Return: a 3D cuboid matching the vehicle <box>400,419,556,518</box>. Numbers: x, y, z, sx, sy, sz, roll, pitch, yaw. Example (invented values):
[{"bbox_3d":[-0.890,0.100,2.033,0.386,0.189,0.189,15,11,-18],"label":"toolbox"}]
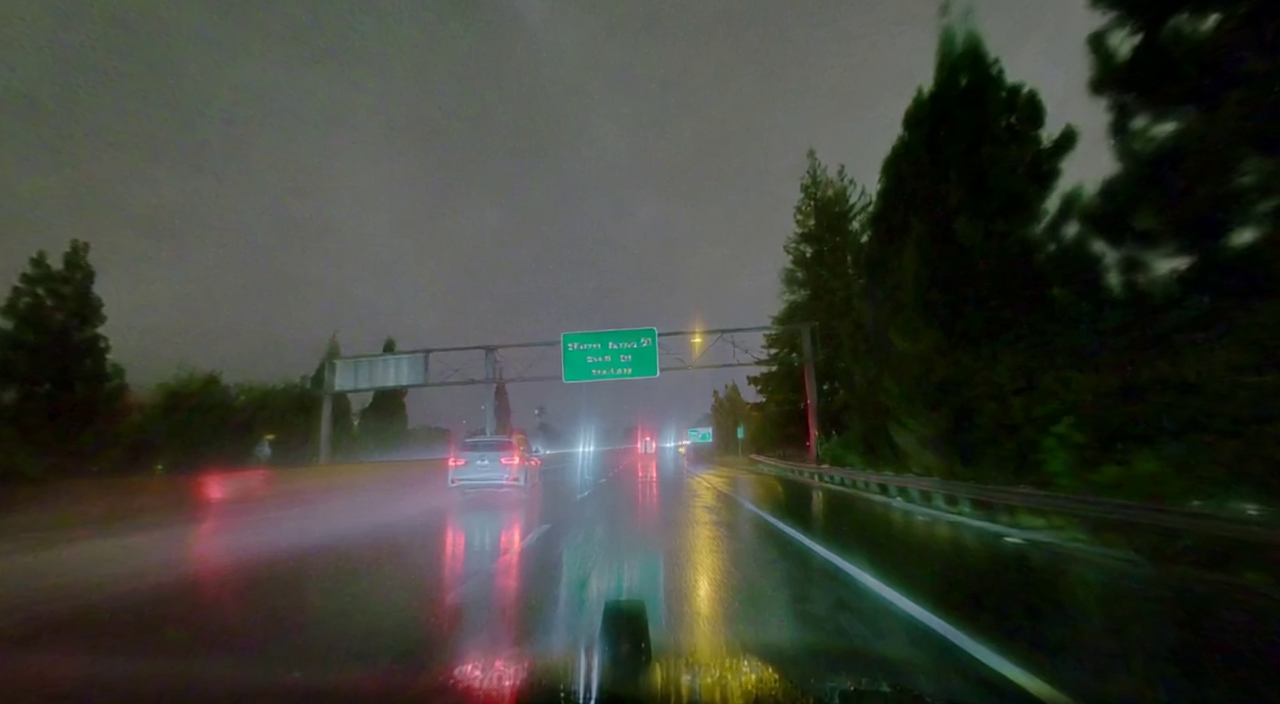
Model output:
[{"bbox_3d":[-3.473,2.661,14.966,2.143,1.851,5.817,-1,-9,0],"label":"vehicle"}]
